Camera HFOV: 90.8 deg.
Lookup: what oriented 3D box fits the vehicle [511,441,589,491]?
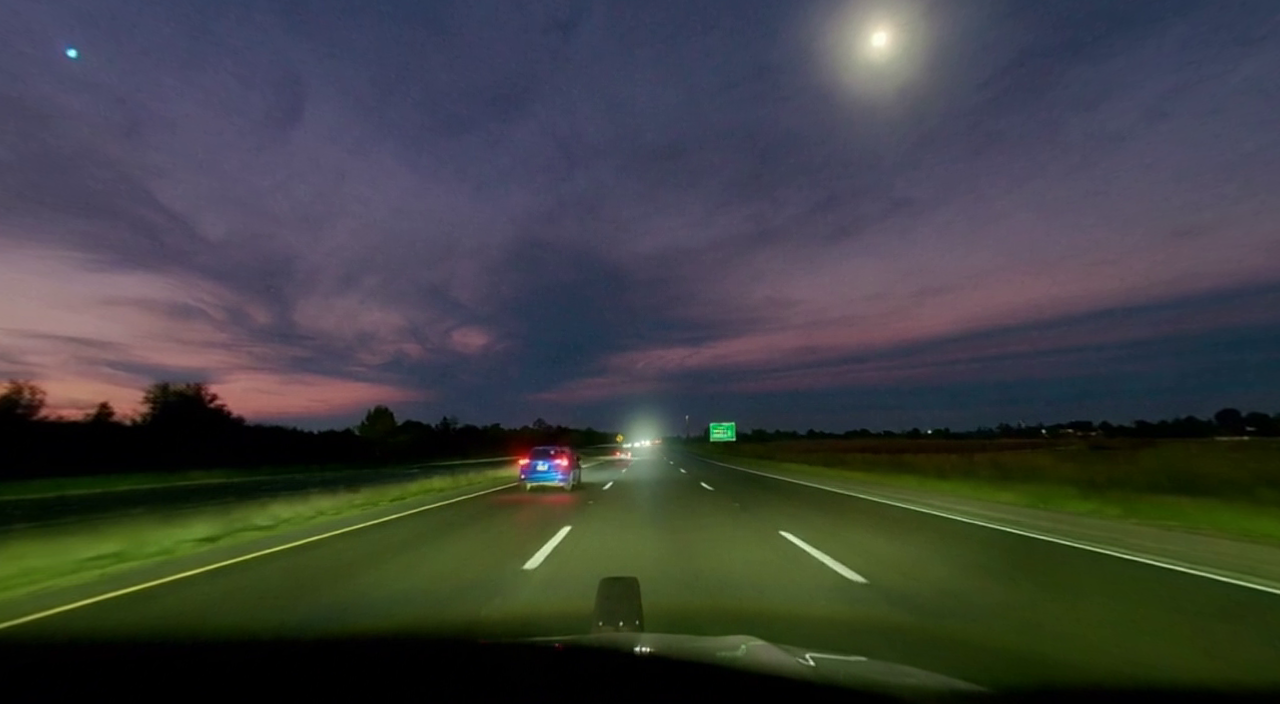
[{"bbox_3d":[-2.951,3.846,21.583,1.945,1.537,4.294,0,-9,1],"label":"vehicle"}]
